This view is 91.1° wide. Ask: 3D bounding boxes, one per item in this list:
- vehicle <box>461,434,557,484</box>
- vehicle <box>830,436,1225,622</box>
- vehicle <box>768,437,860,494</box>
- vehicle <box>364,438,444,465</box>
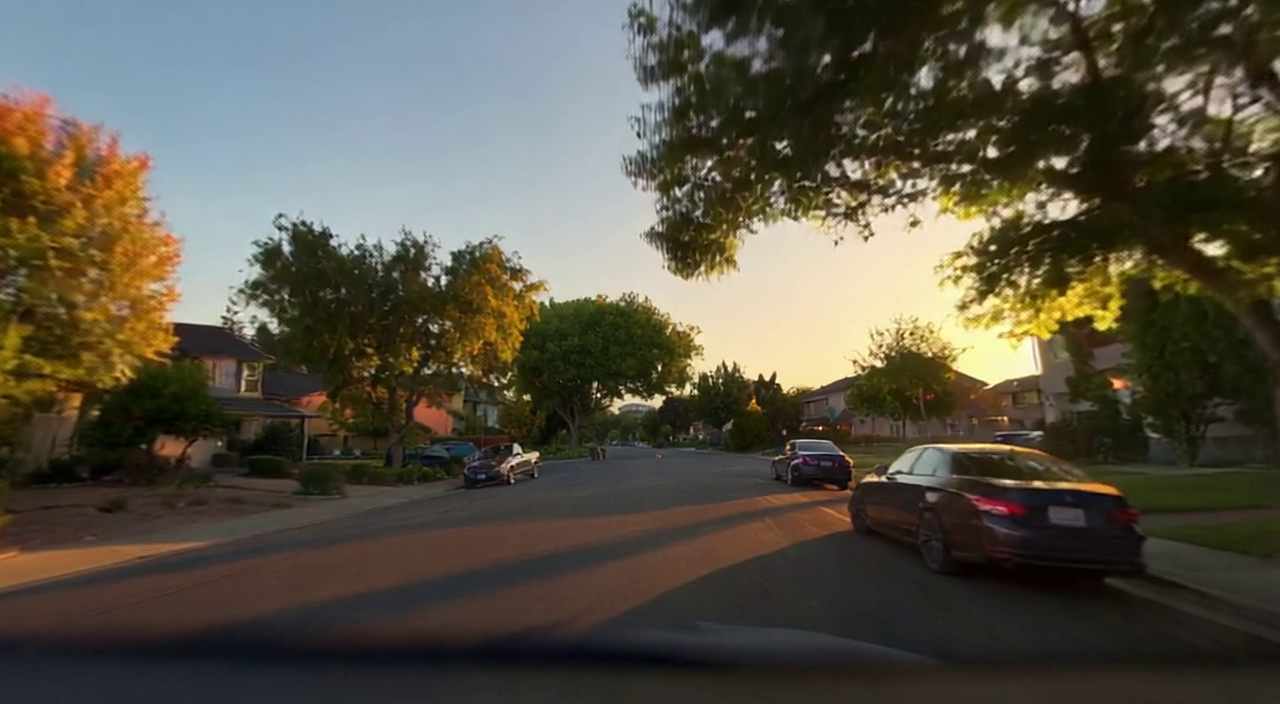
[{"bbox_3d":[-4.612,3.917,22.864,1.943,1.433,4.717,-7,-11,6],"label":"vehicle"},{"bbox_3d":[3.797,1.727,7.466,2.088,1.429,4.796,-1,-8,7],"label":"vehicle"},{"bbox_3d":[5.010,3.277,18.711,1.931,1.395,4.793,0,-7,7],"label":"vehicle"},{"bbox_3d":[-16.834,7.111,44.978,4.879,1.867,2.234,1,-8,-4],"label":"vehicle"}]
